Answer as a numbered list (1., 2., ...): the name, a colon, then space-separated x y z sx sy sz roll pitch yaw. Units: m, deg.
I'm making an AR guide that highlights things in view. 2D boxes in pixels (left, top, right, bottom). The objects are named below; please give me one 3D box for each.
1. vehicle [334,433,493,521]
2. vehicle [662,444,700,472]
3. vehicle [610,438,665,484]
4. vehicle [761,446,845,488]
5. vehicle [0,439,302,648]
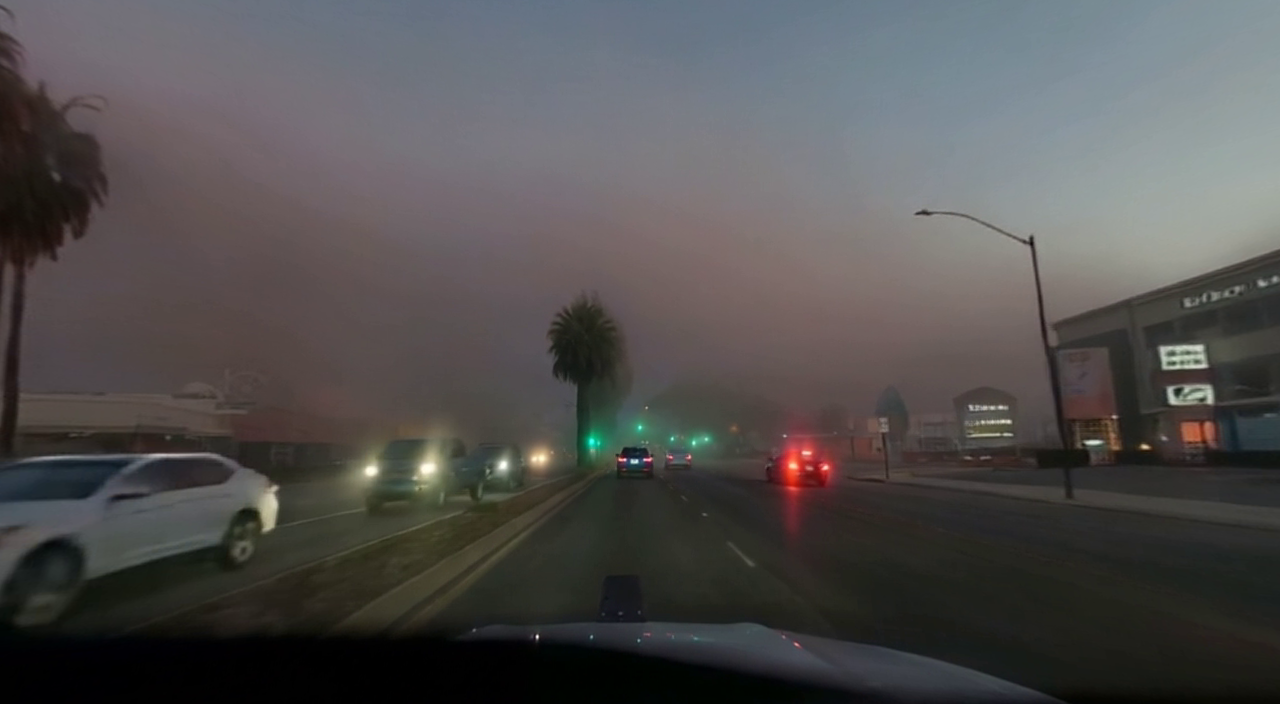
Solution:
1. vehicle: -5.147 2.880 15.170 2.160 1.769 4.494 0 -8 0
2. vehicle: 2.646 6.993 41.975 2.112 1.710 4.234 0 -8 -1
3. vehicle: -0.148 4.633 27.098 2.151 1.787 4.109 0 -8 -1
4. vehicle: 6.197 4.394 24.571 1.944 1.447 4.309 0 -8 -2
5. vehicle: -5.553 1.638 6.236 2.017 1.463 4.384 -1 -8 0
